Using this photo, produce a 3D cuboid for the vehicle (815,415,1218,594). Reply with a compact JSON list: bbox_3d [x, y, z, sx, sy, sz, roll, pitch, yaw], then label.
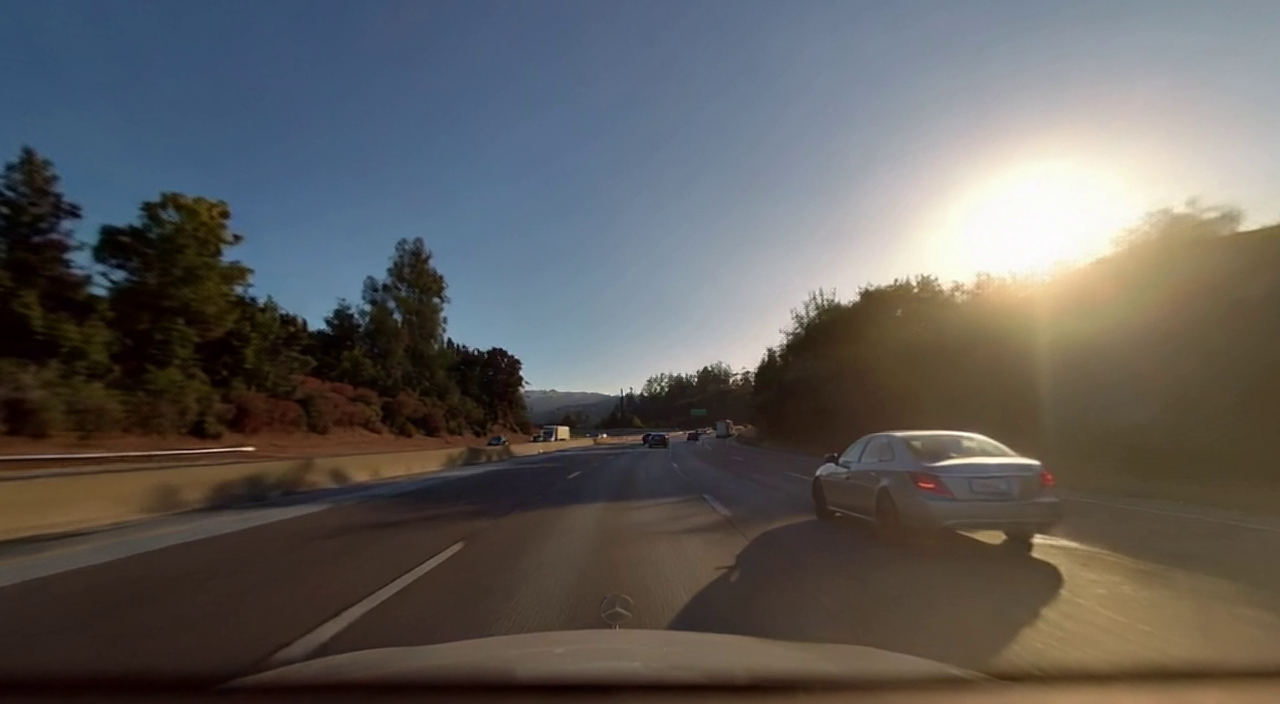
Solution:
[{"bbox_3d":[3.719,1.548,7.388,1.982,1.452,4.294,0,-8,-2],"label":"vehicle"}]
